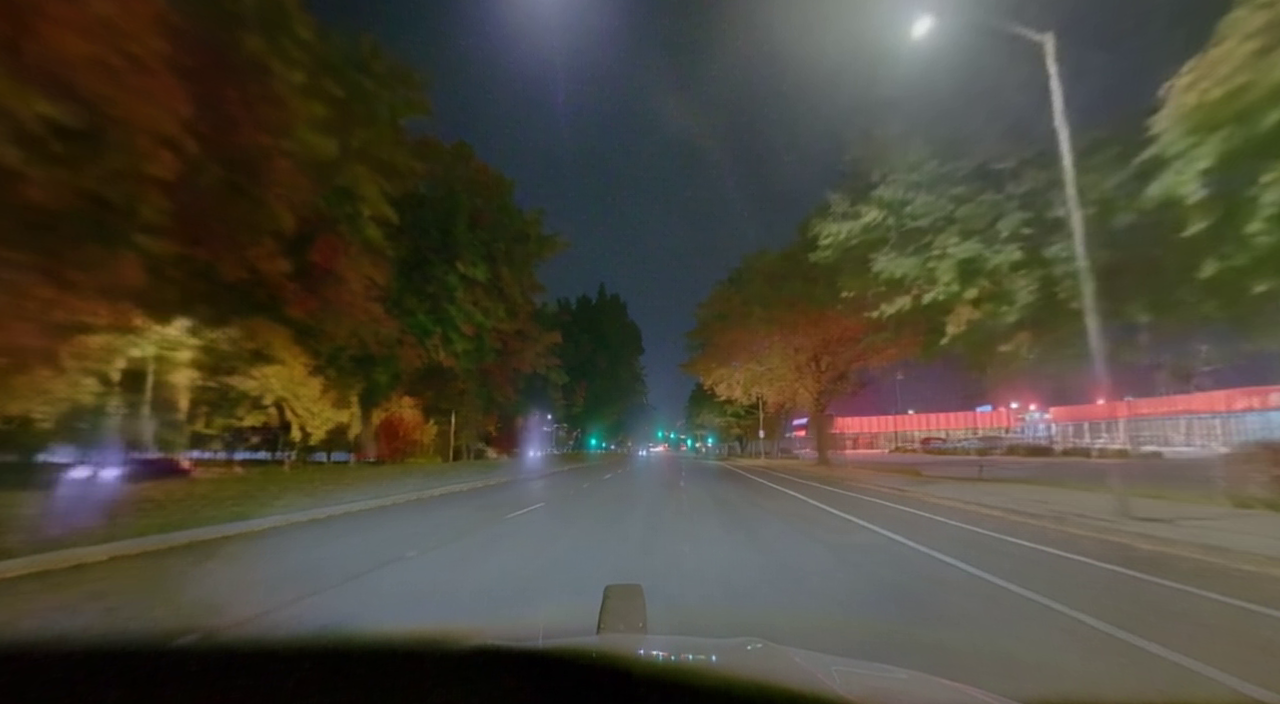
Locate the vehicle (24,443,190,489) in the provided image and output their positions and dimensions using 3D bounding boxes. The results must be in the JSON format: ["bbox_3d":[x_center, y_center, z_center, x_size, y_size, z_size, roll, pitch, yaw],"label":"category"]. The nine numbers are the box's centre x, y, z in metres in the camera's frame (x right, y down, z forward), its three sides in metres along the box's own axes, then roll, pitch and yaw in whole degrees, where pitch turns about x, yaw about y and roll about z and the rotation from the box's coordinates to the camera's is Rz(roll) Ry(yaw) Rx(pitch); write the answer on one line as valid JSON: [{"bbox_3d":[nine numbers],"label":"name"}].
[{"bbox_3d":[-23.569,5.059,28.315,2.162,1.818,5.758,-1,-9,4],"label":"vehicle"}]
